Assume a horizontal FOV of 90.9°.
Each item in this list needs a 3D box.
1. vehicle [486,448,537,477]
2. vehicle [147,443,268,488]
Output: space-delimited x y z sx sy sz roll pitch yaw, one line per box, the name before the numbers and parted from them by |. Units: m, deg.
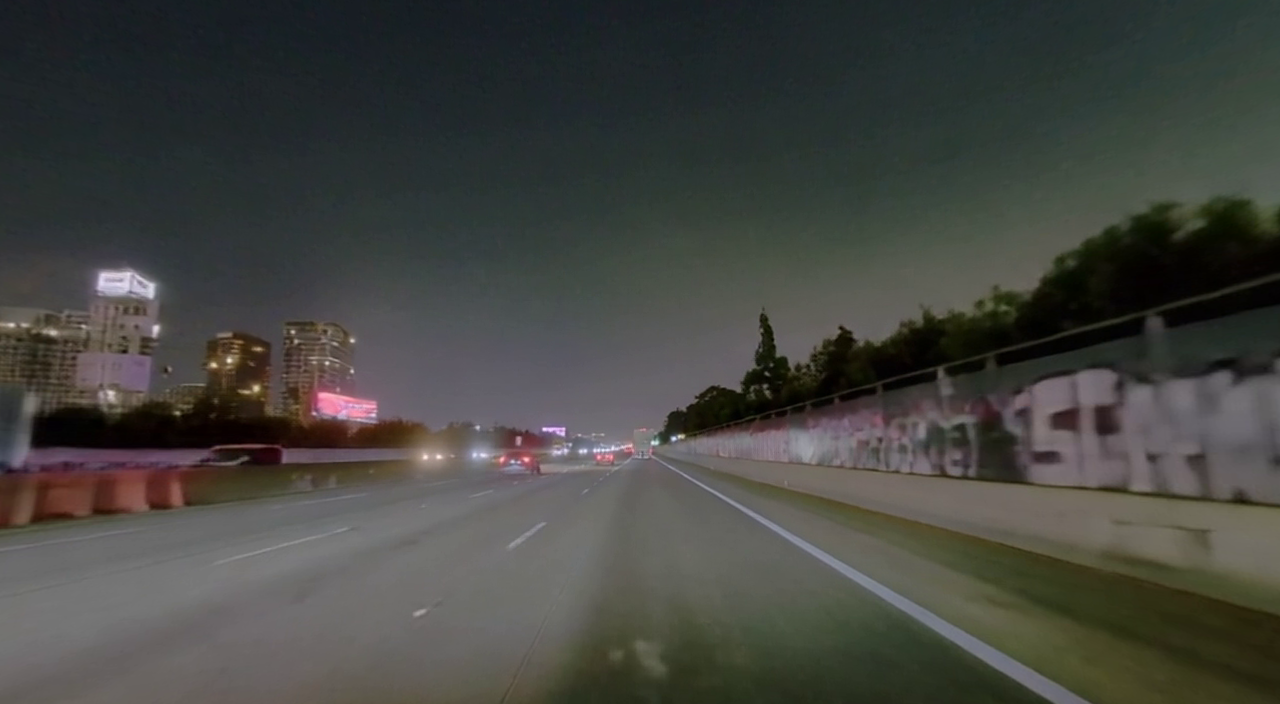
vehicle | -6.687 5.760 33.080 2.027 1.431 3.033 0 -9 1
vehicle | -18.292 4.790 26.962 1.989 1.732 4.444 0 -9 0
